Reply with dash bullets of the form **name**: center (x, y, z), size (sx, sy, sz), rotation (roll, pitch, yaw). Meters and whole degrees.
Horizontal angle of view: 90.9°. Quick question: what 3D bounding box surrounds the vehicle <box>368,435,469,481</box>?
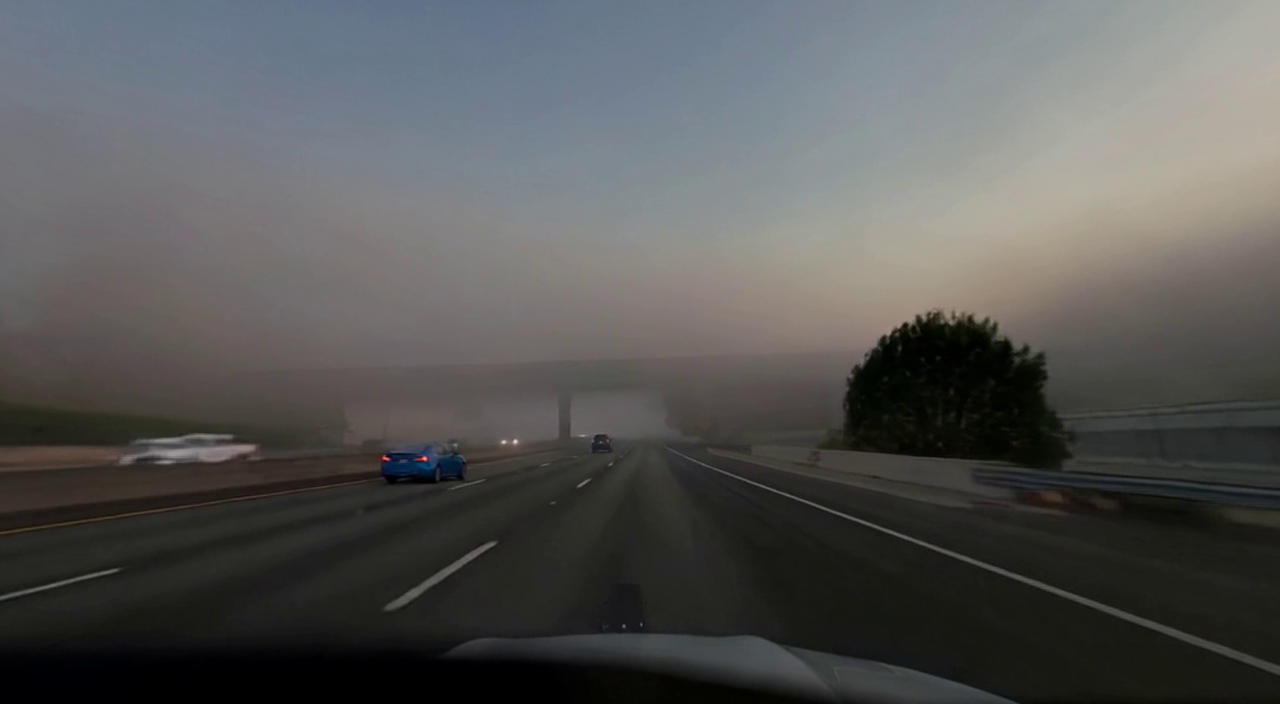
- **vehicle**: center (-7.704, 3.719, 22.383), size (1.987, 1.486, 4.174), rotation (0, -8, 1)

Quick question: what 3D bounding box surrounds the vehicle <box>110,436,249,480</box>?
- **vehicle**: center (-17.588, 4.057, 24.443), size (1.851, 1.529, 4.608), rotation (0, -8, 1)
